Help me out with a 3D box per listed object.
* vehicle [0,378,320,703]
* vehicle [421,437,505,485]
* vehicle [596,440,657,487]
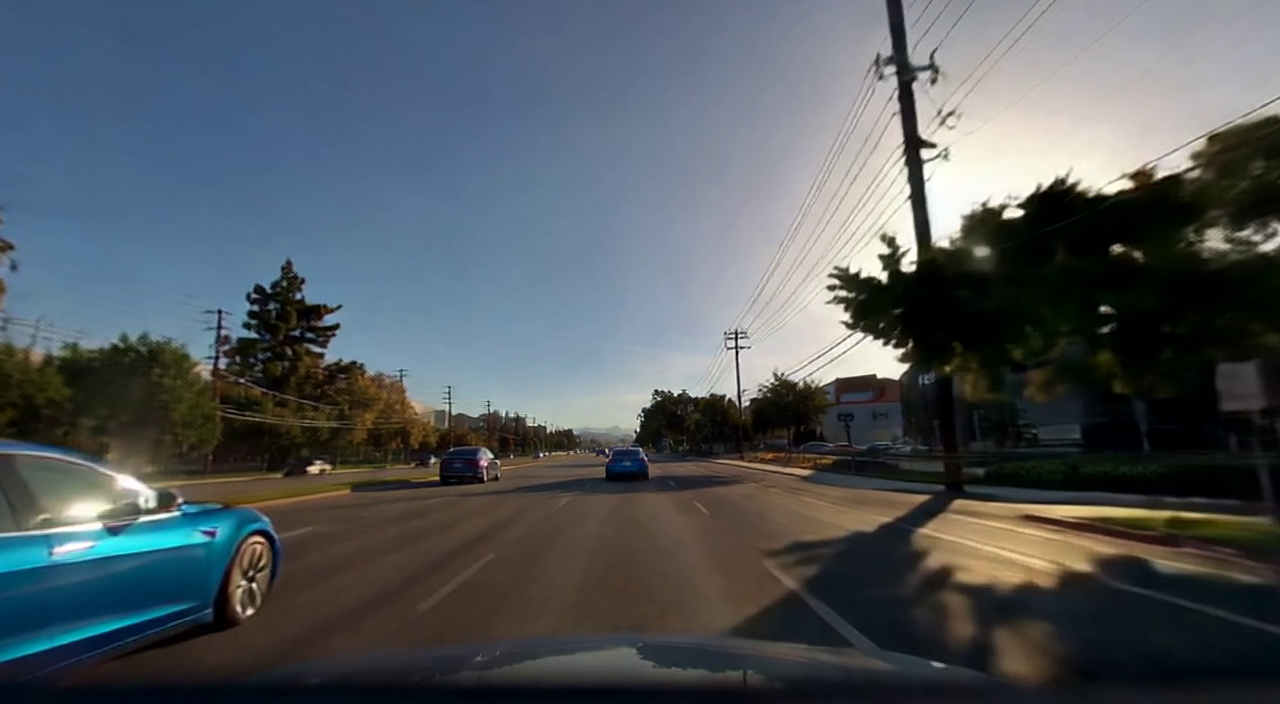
[{"bbox_3d":[-3.719,0.949,2.854,1.985,1.607,4.892,0,-9,0],"label":"vehicle"},{"bbox_3d":[-7.348,4.572,26.792,2.203,1.819,4.547,0,-8,1],"label":"vehicle"},{"bbox_3d":[-0.495,4.291,24.695,2.189,1.652,4.135,0,-9,0],"label":"vehicle"}]
